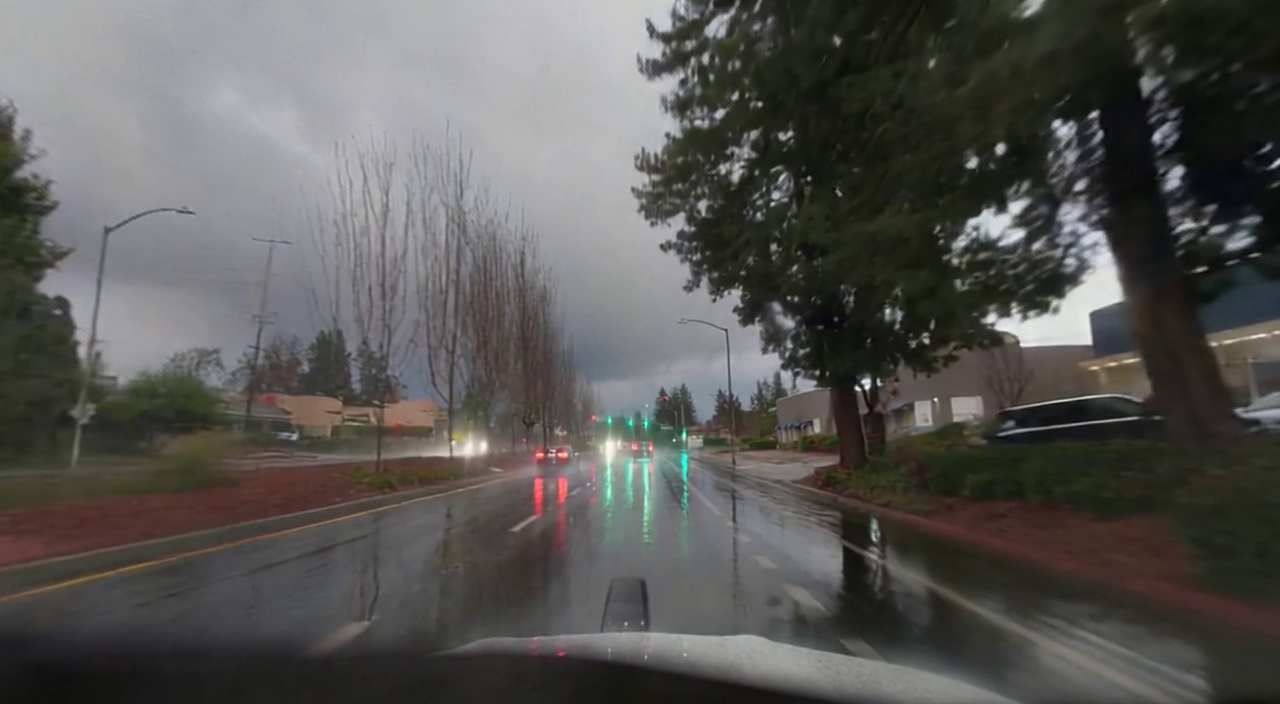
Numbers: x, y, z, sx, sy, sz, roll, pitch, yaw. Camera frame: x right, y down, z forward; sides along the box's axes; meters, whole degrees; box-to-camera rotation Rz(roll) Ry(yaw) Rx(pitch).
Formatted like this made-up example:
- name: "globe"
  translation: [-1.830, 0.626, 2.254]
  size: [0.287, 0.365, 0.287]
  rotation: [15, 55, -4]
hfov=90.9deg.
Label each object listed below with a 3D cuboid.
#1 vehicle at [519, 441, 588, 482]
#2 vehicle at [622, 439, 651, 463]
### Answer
- name: "vehicle"
  translation: [-3.337, 4.319, 25.272]
  size: [2.015, 1.470, 4.458]
  rotation: [0, -8, 2]
- name: "vehicle"
  translation: [-0.250, 7.658, 48.954]
  size: [2.153, 1.764, 4.047]
  rotation: [0, -8, 0]
